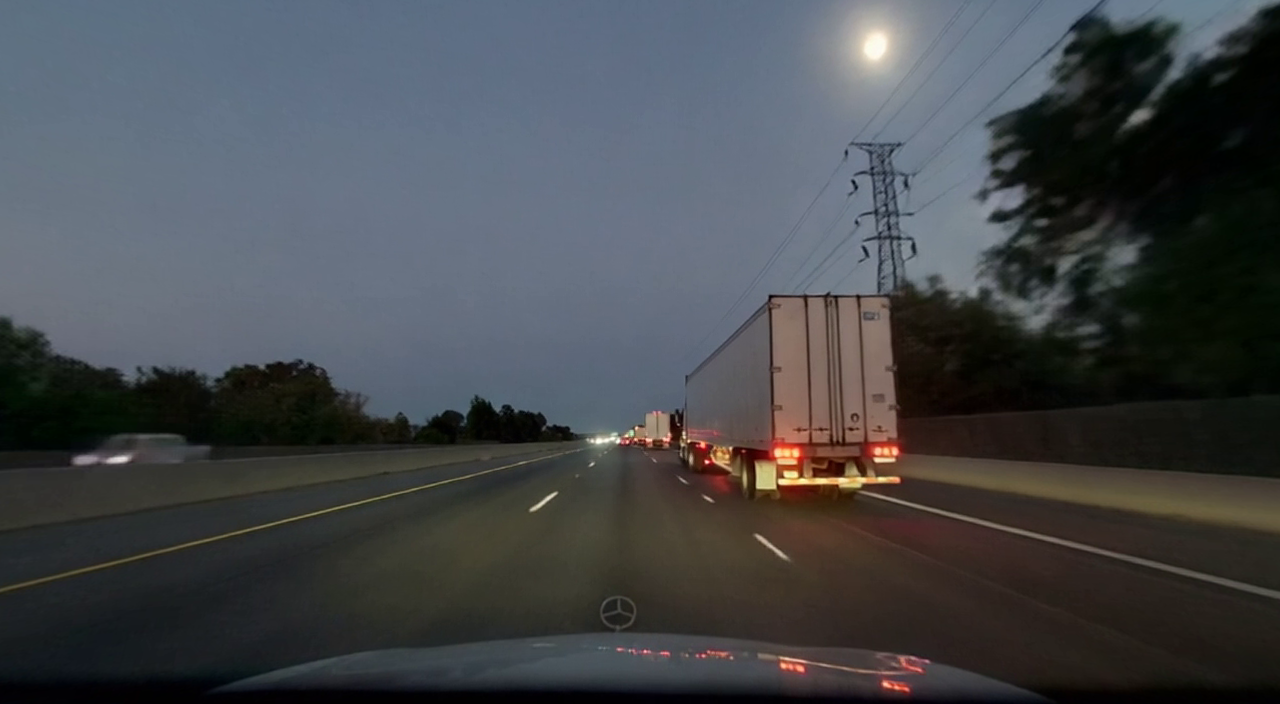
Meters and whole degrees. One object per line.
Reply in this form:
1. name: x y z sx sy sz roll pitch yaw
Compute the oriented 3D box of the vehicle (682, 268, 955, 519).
1. vehicle: 3.326 1.572 17.287 2.905 4.080 14.157 0 -8 -2
